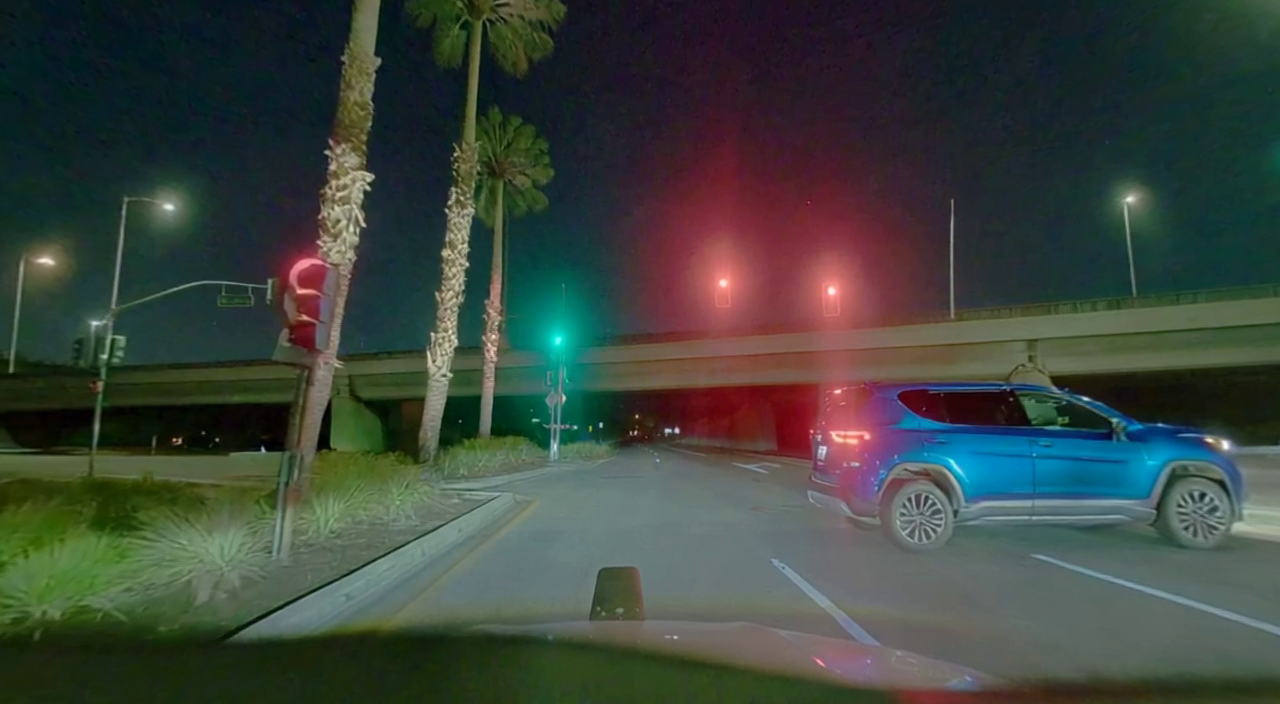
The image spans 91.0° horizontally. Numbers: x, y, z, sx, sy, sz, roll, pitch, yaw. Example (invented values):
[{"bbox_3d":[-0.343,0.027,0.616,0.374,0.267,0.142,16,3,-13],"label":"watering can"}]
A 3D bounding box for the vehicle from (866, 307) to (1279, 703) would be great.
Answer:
[{"bbox_3d":[3.452,1.014,4.328,2.028,1.770,4.737,0,-9,0],"label":"vehicle"}]

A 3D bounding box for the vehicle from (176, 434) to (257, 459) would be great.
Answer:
[{"bbox_3d":[-26.499,5.925,39.582,1.830,1.443,4.551,0,-9,2],"label":"vehicle"}]

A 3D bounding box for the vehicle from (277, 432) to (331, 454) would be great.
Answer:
[{"bbox_3d":[-26.193,7.135,49.199,1.941,1.631,4.017,0,-9,0],"label":"vehicle"}]
